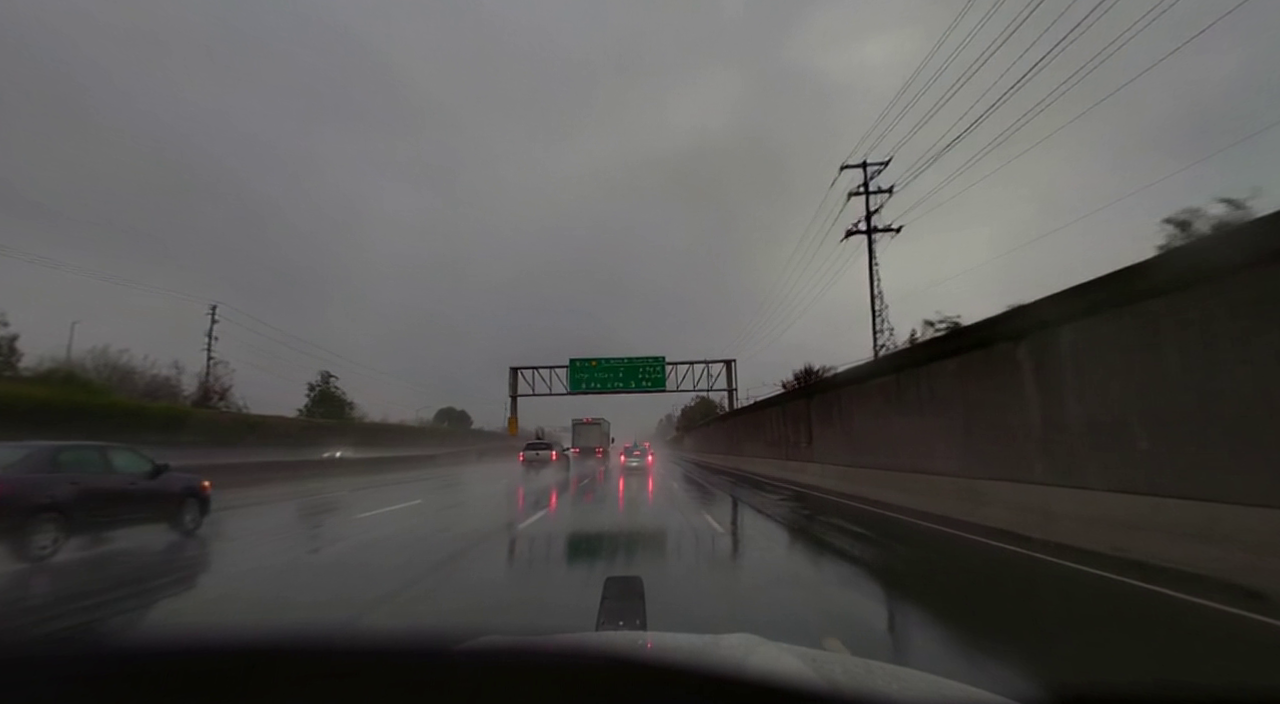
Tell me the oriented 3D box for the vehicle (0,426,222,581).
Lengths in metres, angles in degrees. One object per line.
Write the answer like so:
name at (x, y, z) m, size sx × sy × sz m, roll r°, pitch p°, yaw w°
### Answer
vehicle at (-7.320, 1.630, 7.113) m, size 2.025 × 1.510 × 4.582 m, roll 0°, pitch -8°, yaw 0°

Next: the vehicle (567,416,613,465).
vehicle at (-3.618, 6.801, 48.007) m, size 2.956 × 3.331 × 9.575 m, roll 0°, pitch -8°, yaw -1°

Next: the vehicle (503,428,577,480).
vehicle at (-3.822, 4.000, 24.966) m, size 2.109 × 1.840 × 4.614 m, roll 0°, pitch -8°, yaw 1°

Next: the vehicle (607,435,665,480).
vehicle at (-0.135, 4.288, 25.841) m, size 2.178 × 1.640 × 4.071 m, roll 0°, pitch -8°, yaw 0°
